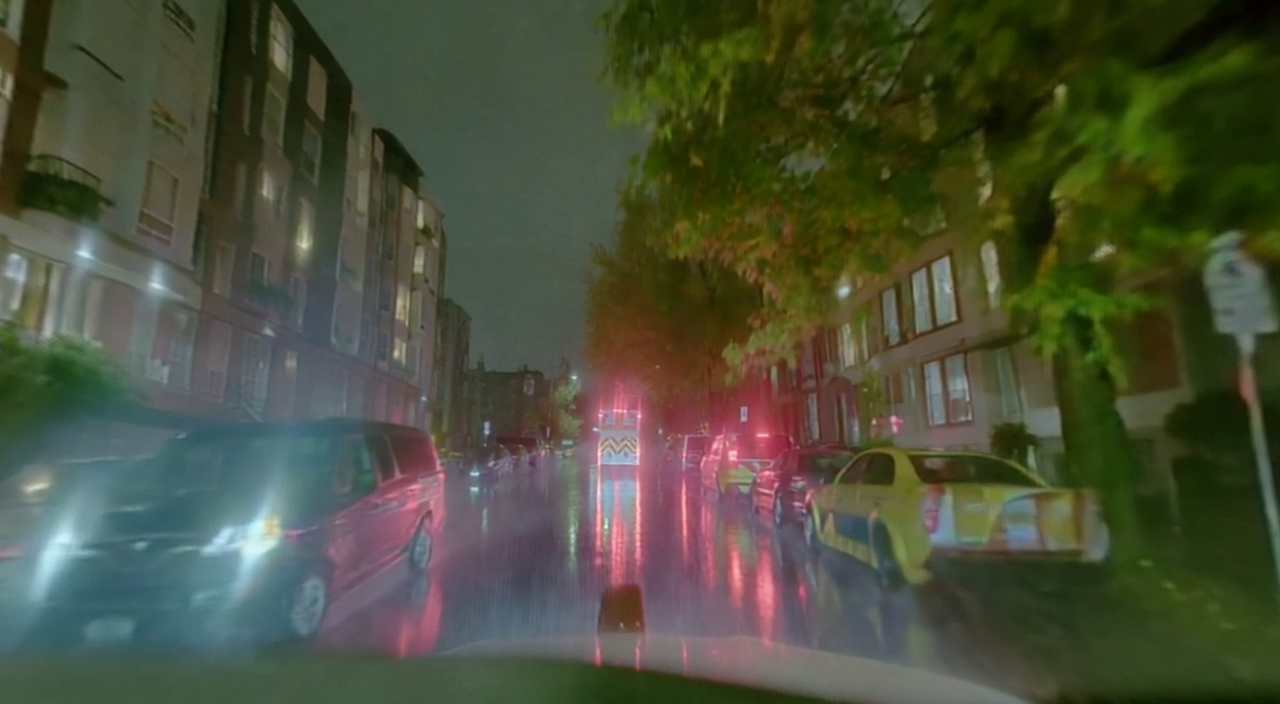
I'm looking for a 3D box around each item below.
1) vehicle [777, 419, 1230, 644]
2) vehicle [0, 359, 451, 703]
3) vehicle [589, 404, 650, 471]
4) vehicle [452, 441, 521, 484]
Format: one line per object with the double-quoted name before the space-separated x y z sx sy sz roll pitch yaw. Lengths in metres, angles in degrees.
"vehicle" 3.073 1.603 6.713 2.035 1.549 4.373 2 -8 -3
"vehicle" -3.224 1.272 5.405 2.029 1.802 4.229 -2 -8 -2
"vehicle" -1.079 4.463 32.680 2.754 3.008 7.730 0 -8 -2
"vehicle" -6.386 4.602 26.773 1.967 1.492 4.781 -4 -8 -4
